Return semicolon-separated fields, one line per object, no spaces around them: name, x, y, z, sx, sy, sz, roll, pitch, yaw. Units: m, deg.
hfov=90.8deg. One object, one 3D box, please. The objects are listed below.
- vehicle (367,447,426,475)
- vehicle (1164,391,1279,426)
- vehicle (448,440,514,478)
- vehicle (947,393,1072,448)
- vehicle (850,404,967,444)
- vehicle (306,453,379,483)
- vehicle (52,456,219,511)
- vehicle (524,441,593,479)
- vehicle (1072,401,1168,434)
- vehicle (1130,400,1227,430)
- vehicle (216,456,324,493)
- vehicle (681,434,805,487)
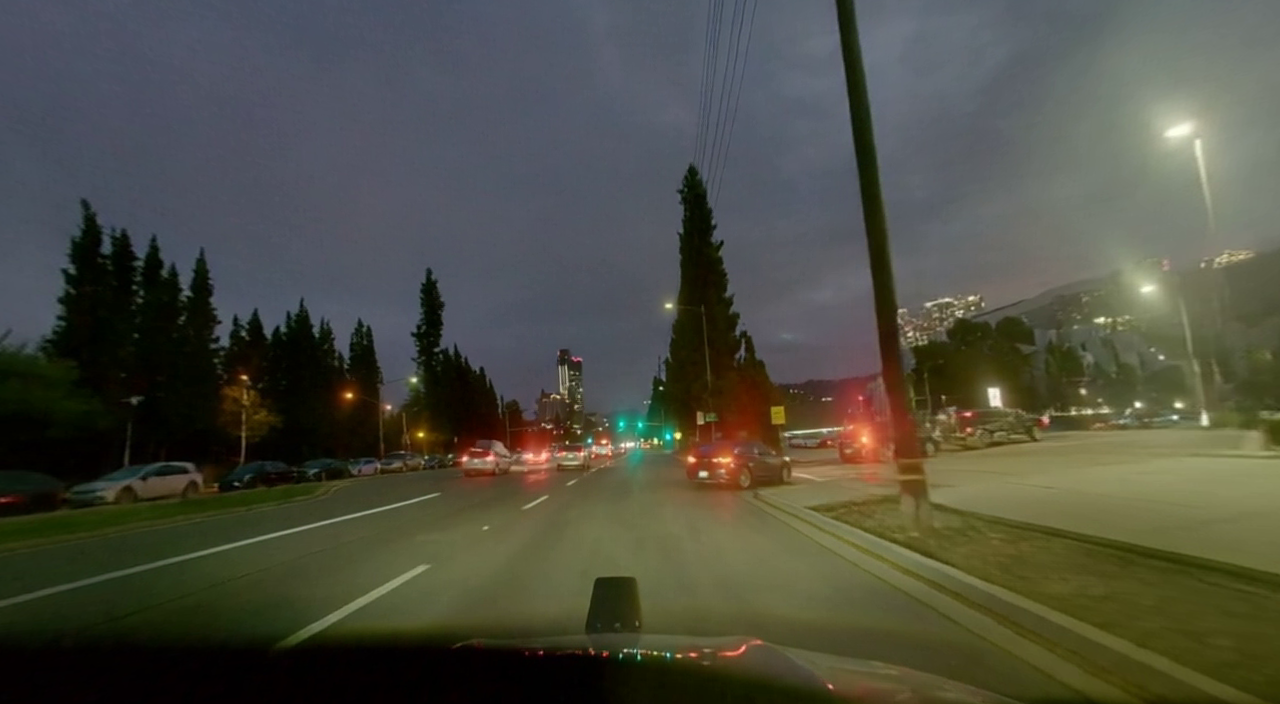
vehicle;-16.558;7.406;43.222;2.073;1.749;4.770;0;-8;1
vehicle;32.758;3.260;35.807;2.137;1.697;4.811;-1;-8;3
vehicle;-7.790;5.278;31.373;2.054;1.744;4.422;0;-8;1
vehicle;15.960;3.045;27.148;6.193;2.081;2.569;7;-11;-40
vehicle;14.178;3.872;33.606;5.161;1.993;2.293;0;-8;2
vehicle;-16.540;6.455;35.374;1.849;1.472;4.441;0;-8;1
vehicle;-17.309;4.489;22.051;2.084;1.624;4.486;0;-8;0
vehicle;-3.382;4.614;27.279;2.235;1.500;4.420;0;-8;2
vehicle;27.325;3.796;36.217;1.992;1.498;4.667;-5;-9;3
vehicle;30.214;3.576;35.600;1.985;1.485;4.071;-1;-8;3
vehicle;-16.769;5.544;28.982;1.981;1.431;4.862;0;-8;1
vehicle;3.495;3.509;20.820;2.208;1.513;4.504;-6;-10;35
